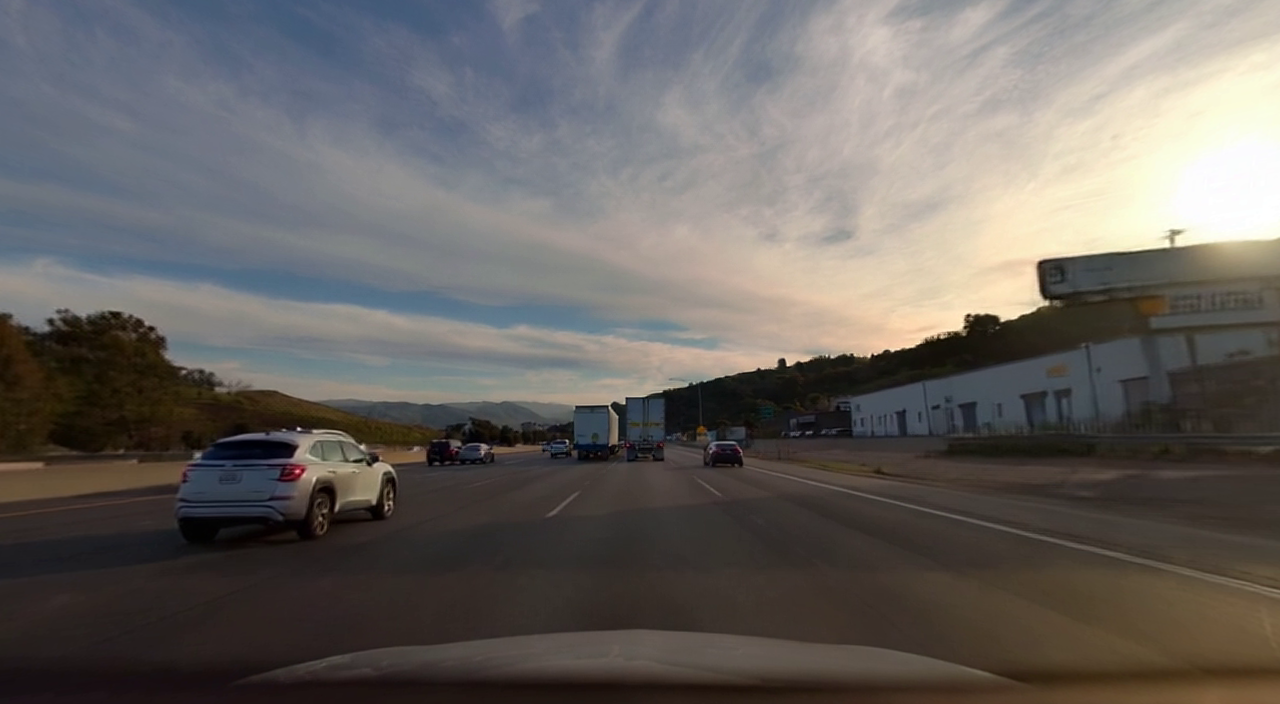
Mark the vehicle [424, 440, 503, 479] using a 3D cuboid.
[{"bbox_3d":[-7.186,4.410,26.251,1.891,1.460,4.506,0,-8,1],"label":"vehicle"}]

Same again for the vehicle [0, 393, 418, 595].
[{"bbox_3d":[-4.692,1.565,7.808,2.122,1.754,4.379,0,-9,3],"label":"vehicle"}]

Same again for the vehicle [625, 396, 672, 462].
[{"bbox_3d":[0.514,5.631,44.906,2.969,4.104,10.906,0,-9,0],"label":"vehicle"}]

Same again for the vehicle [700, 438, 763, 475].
[{"bbox_3d":[3.845,4.458,27.230,2.006,1.452,4.246,0,-9,-1],"label":"vehicle"}]
